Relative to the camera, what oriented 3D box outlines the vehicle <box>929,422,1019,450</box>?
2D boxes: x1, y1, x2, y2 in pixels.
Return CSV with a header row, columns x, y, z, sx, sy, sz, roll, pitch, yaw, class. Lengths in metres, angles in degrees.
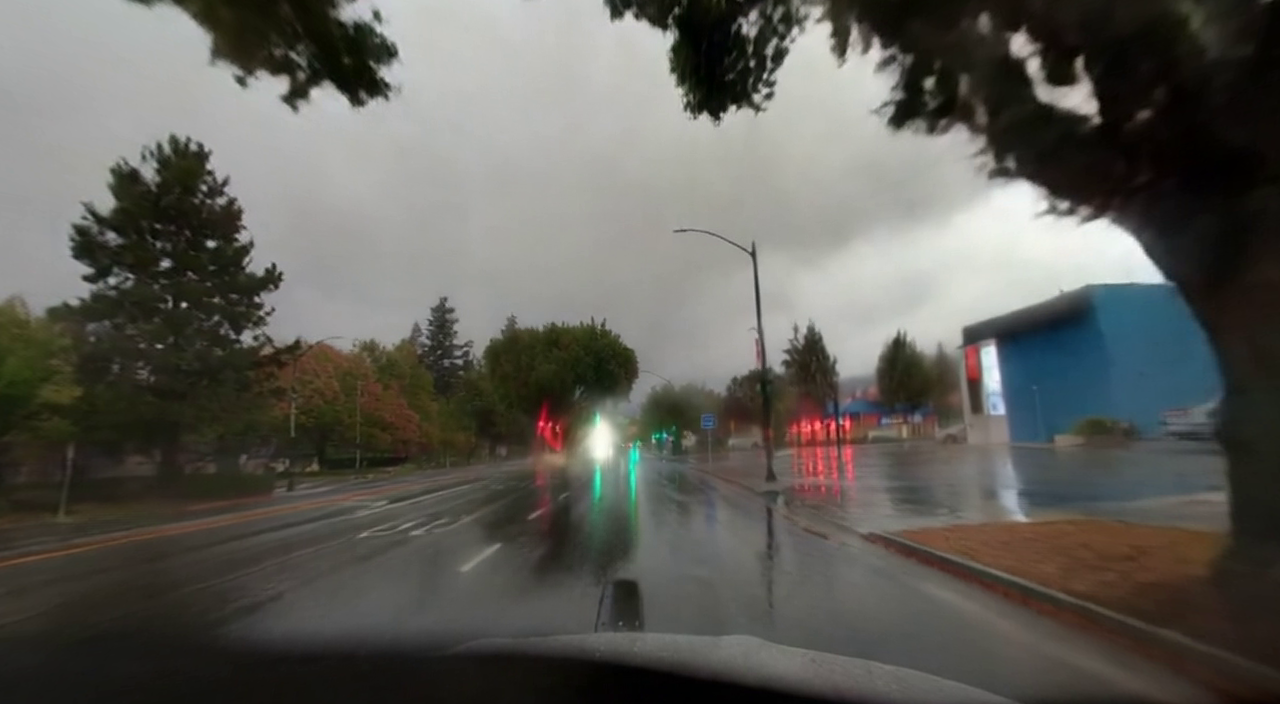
x,y,z,sx,sy,sz,roll,pitch,yaw,class
23.003,5.806,43.698,4.902,1.519,2.182,-5,-8,-1,vehicle
